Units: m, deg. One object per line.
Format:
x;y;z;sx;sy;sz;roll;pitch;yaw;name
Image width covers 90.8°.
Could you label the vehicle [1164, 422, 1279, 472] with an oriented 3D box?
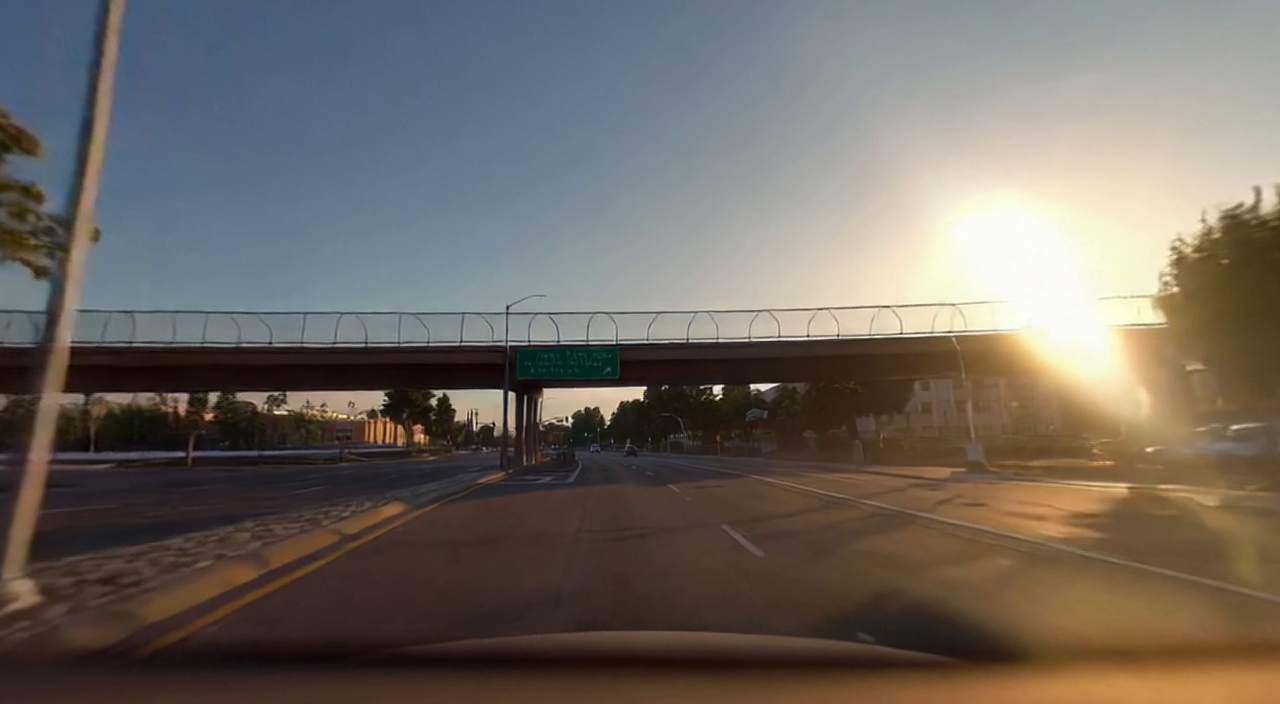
22.458;3.685;24.601;1.969;1.732;4.610;-3;-9;25;vehicle
